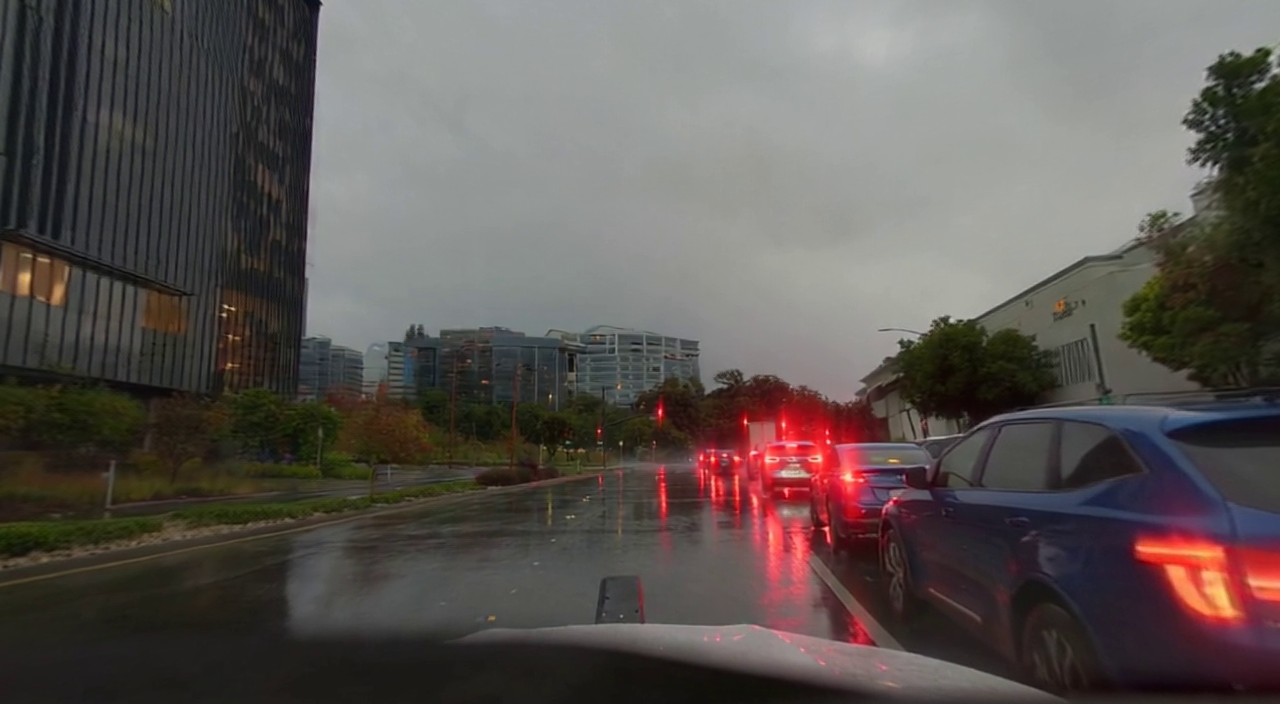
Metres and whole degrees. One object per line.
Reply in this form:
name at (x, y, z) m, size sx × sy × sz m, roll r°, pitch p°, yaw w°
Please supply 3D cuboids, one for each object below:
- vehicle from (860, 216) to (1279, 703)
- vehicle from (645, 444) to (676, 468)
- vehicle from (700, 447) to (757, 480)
vehicle at (2.469, 0.884, 2.715) m, size 2.092 × 1.703 × 4.870 m, roll -2°, pitch -9°, yaw 11°
vehicle at (1.667, 8.014, 48.719) m, size 2.121 × 1.728 × 4.161 m, roll -1°, pitch -9°, yaw 6°
vehicle at (4.331, 5.499, 31.360) m, size 2.183 × 1.553 × 3.923 m, roll 0°, pitch -9°, yaw -1°
